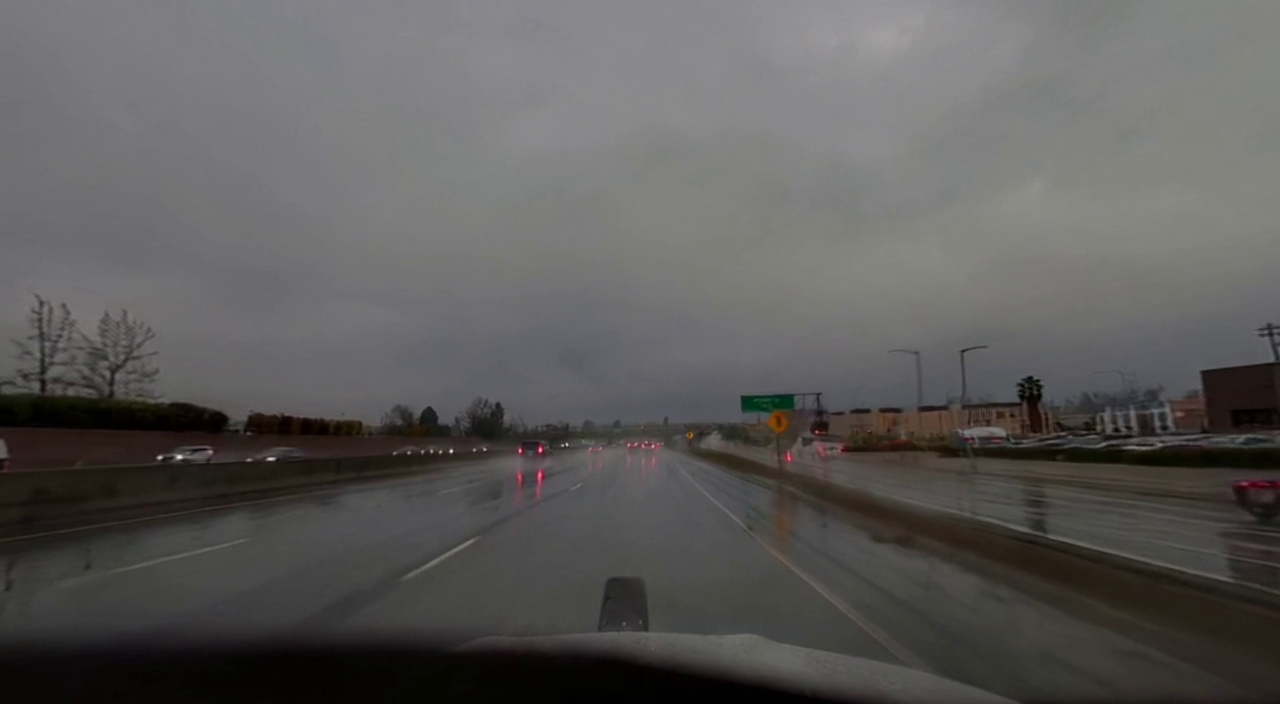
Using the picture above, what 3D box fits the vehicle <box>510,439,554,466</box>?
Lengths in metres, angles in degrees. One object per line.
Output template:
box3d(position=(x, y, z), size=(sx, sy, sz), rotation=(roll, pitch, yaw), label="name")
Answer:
box3d(position=(-7.244, 6.788, 42.772), size=(2.088, 1.678, 4.426), rotation=(0, -8, 1), label="vehicle")
